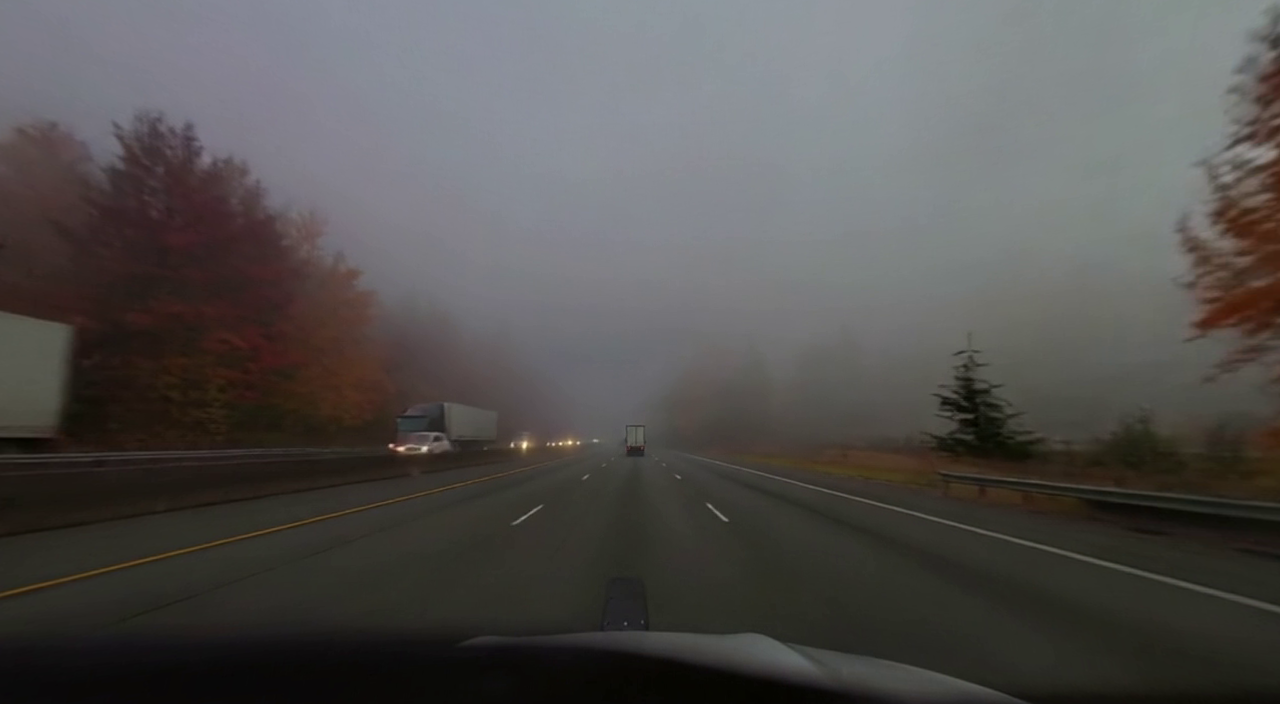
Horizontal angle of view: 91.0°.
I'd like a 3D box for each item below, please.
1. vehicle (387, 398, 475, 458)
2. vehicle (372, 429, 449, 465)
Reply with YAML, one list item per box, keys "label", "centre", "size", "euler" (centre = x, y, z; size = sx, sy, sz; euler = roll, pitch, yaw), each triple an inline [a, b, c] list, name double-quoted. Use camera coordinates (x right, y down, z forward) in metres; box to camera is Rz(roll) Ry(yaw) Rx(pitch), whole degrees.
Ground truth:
- label: "vehicle"
  centre: [-15.625, 5.922, 48.150]
  size: [3.051, 4.038, 10.652]
  euler: [0, -8, 0]
- label: "vehicle"
  centre: [-11.468, 4.777, 31.806]
  size: [2.064, 1.654, 4.828]
  euler: [0, -8, 0]
